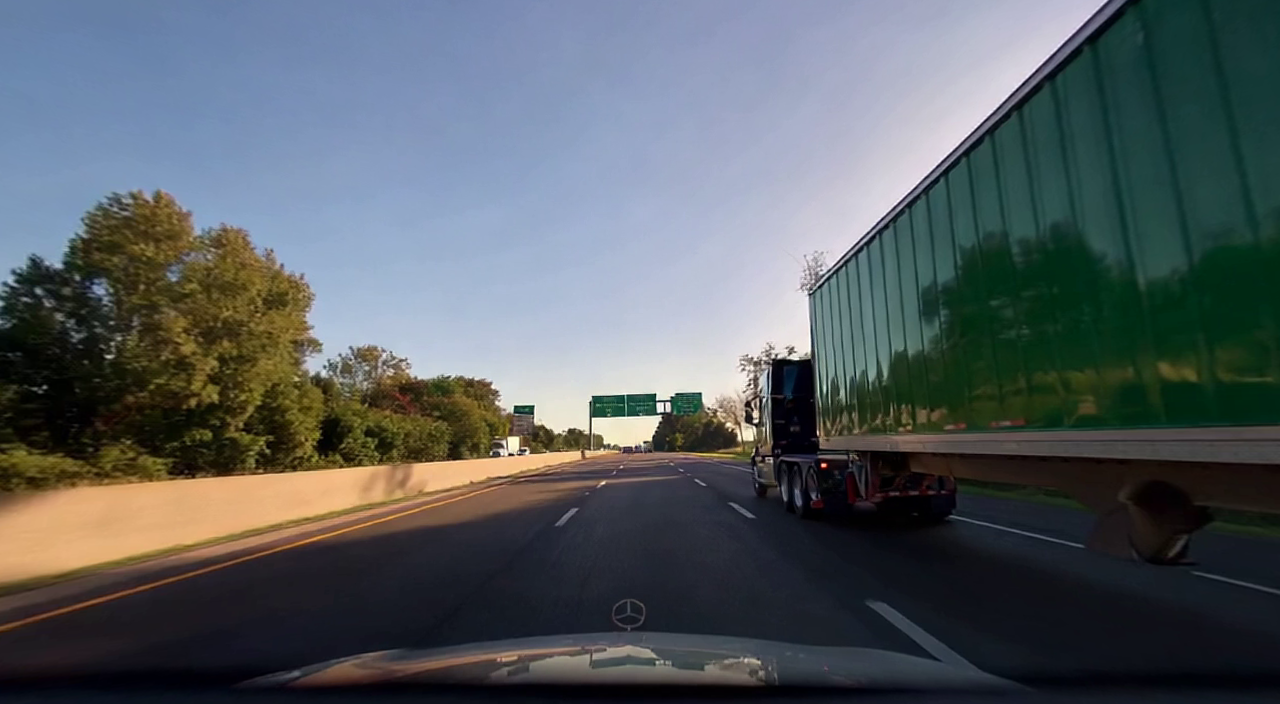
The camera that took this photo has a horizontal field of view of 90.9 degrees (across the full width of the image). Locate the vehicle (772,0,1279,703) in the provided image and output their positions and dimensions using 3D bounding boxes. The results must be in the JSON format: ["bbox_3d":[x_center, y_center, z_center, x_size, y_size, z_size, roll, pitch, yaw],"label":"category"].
[{"bbox_3d":[4.084,0.095,5.393,3.060,4.100,13.141,0,-9,0],"label":"vehicle"}]
